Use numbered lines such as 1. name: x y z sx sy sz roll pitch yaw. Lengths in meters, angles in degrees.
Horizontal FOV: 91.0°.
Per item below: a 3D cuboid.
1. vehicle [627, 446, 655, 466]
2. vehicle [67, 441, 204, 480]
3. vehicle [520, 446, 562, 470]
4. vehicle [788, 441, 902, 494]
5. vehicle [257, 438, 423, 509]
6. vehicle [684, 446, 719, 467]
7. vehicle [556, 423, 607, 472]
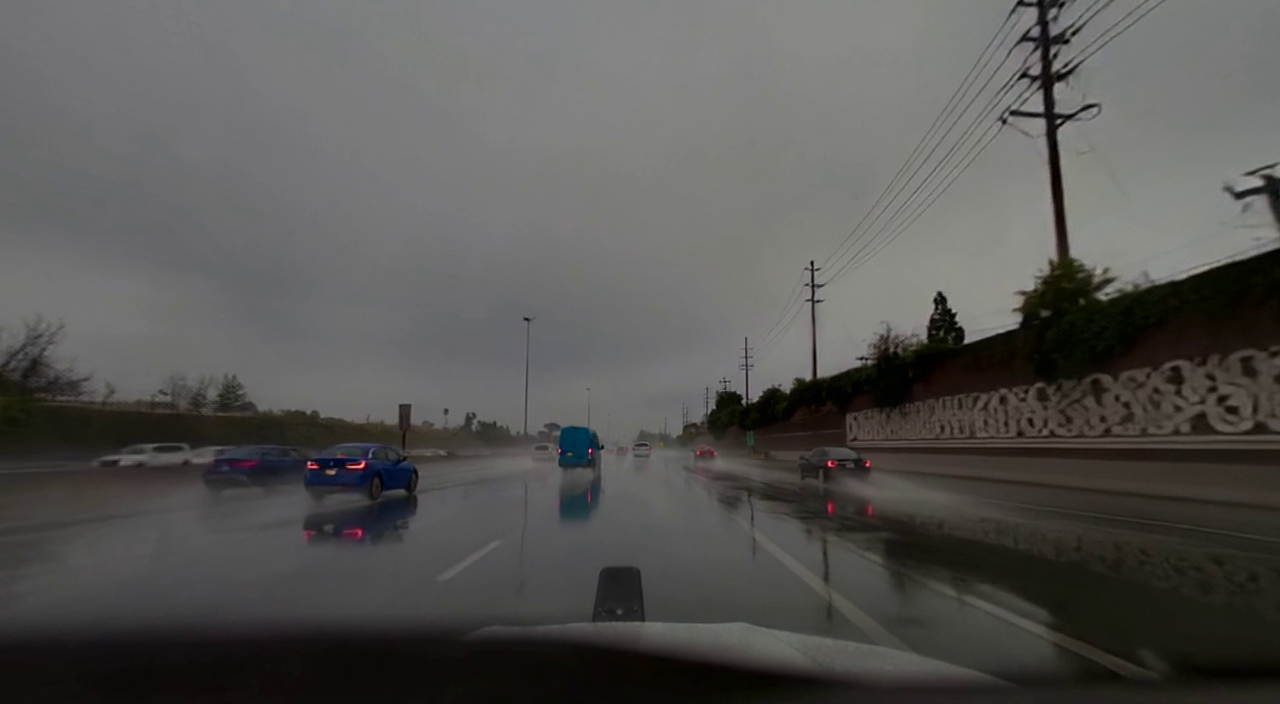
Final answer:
1. vehicle: 0.050 7.953 48.303 2.084 1.492 4.137 0 -9 -1
2. vehicle: -36.451 7.838 46.081 2.899 2.516 8.582 0 -9 1
3. vehicle: -6.504 6.961 41.700 1.944 1.490 4.442 0 -9 1
4. vehicle: 6.293 3.588 19.931 2.052 1.470 4.364 0 -9 -2
5. vehicle: -7.309 2.986 15.960 1.967 1.525 4.458 0 -9 0
6. vehicle: 4.539 7.798 47.219 2.095 1.504 4.536 0 -9 -1
7. vehicle: -3.353 5.668 37.403 2.395 2.660 5.827 0 -9 1
